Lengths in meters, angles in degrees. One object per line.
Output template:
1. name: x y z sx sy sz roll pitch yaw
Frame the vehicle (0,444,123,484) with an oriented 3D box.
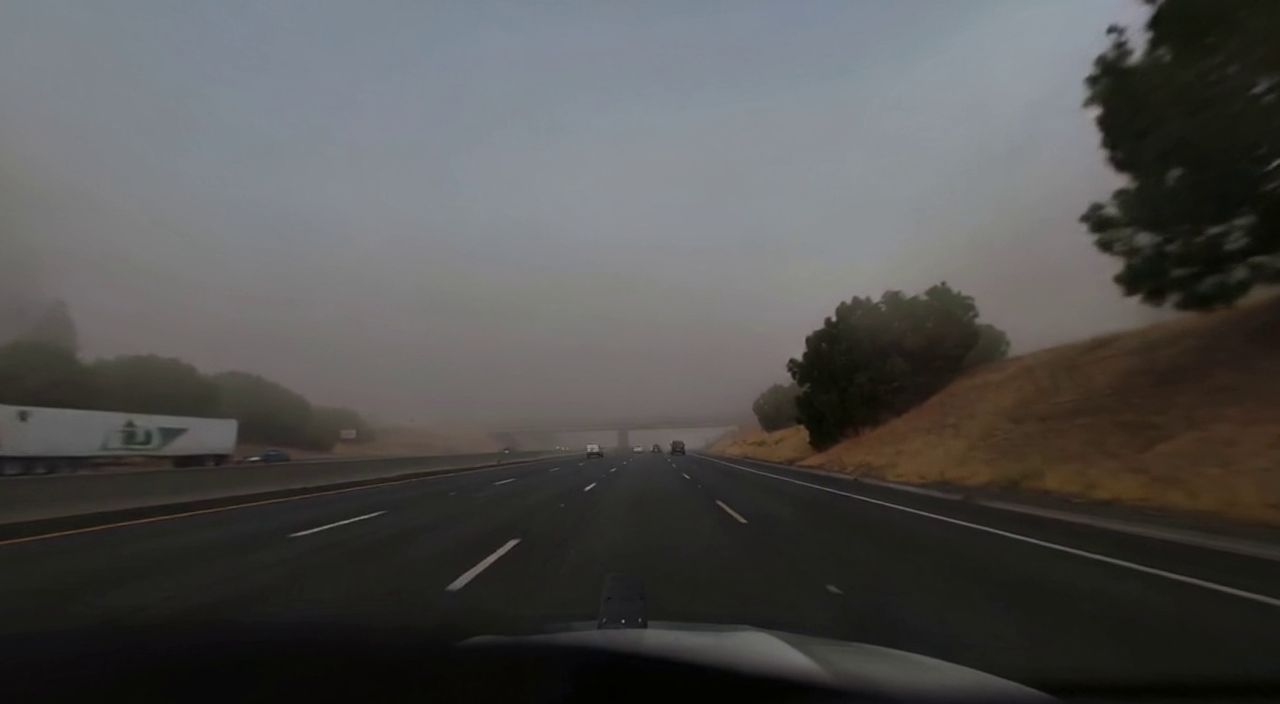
1. vehicle: -28.500 5.437 30.950 1.970 1.779 4.958 0 -9 0

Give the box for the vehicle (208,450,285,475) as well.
1. vehicle: -24.259 6.799 39.055 1.813 1.465 4.362 -1 -9 2

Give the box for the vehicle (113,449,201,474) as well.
1. vehicle: -31.935 7.227 41.910 1.861 1.486 4.847 -1 -9 2
